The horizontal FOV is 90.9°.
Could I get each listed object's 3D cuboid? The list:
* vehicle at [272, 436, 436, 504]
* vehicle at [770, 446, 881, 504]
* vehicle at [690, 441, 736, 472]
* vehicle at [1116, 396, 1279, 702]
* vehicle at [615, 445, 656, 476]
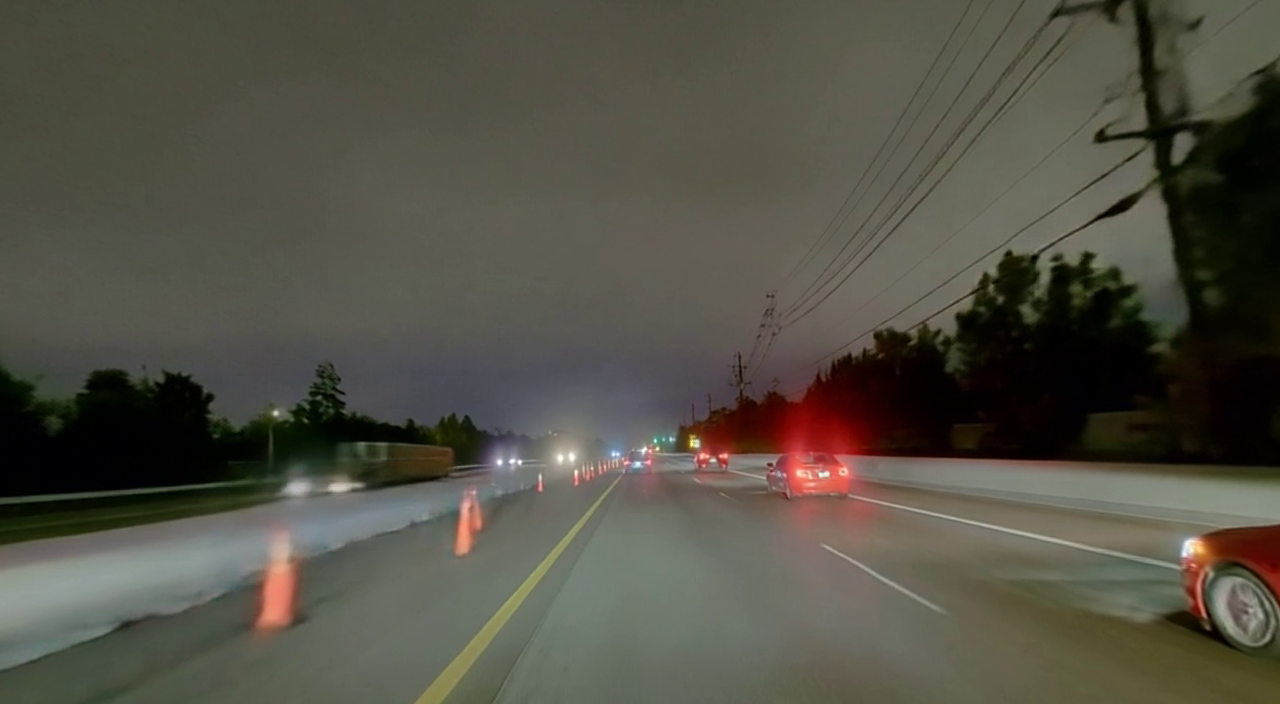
[{"bbox_3d":[-8.000,3.323,18.350,2.308,1.694,4.945,0,-8,2],"label":"vehicle"},{"bbox_3d":[5.020,3.366,17.724,1.881,1.409,4.016,0,-8,0],"label":"vehicle"},{"bbox_3d":[5.001,7.203,43.859,2.559,1.943,5.610,0,-8,1],"label":"vehicle"},{"bbox_3d":[4.310,0.843,2.045,1.997,1.568,4.529,0,-8,0],"label":"vehicle"},{"bbox_3d":[-0.207,5.911,34.581,2.096,1.583,4.150,0,-8,1],"label":"vehicle"}]
